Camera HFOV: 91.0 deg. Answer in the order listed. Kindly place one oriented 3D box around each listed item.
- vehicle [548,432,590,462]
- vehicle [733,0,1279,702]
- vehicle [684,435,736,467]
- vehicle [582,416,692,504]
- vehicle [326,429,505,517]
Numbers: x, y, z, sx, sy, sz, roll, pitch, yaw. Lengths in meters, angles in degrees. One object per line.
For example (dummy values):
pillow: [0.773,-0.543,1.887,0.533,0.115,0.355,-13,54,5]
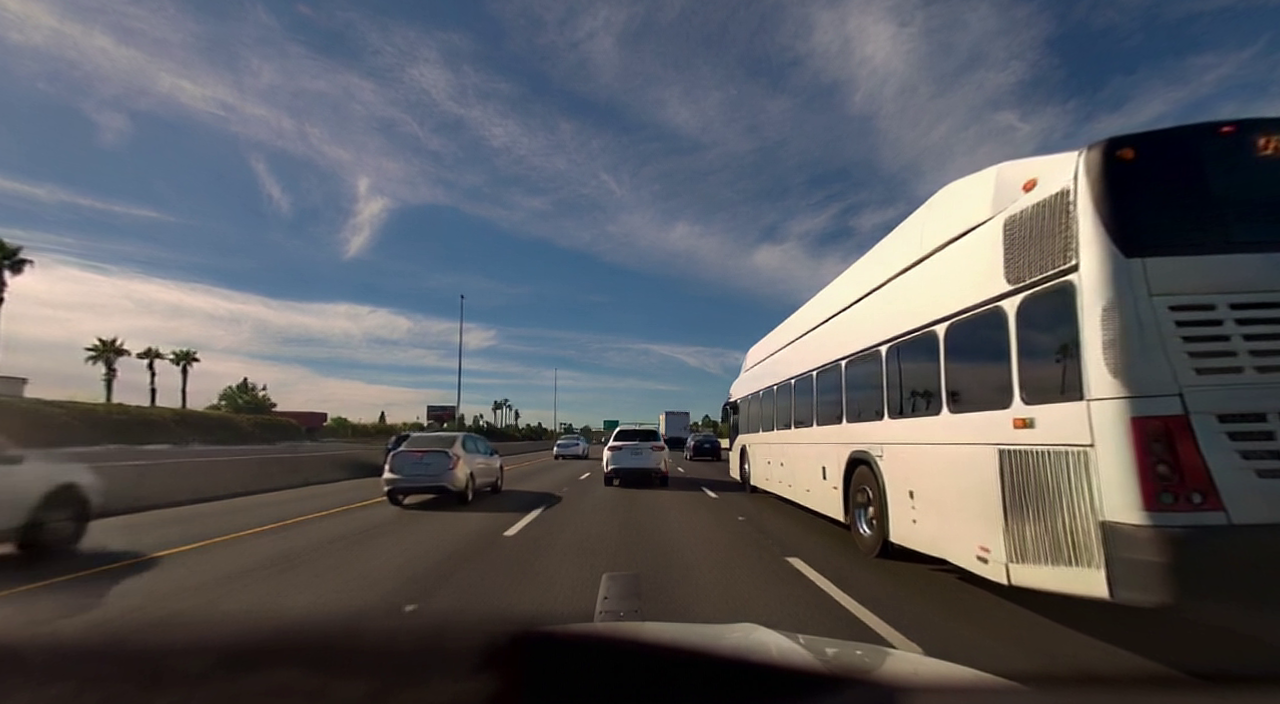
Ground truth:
vehicle: [-4.456,6.052,40.234,2.100,1.765,4.743,0,-9,1]
vehicle: [3.984,0.849,10.169,3.020,3.622,14.302,0,-9,1]
vehicle: [3.491,5.089,32.381,2.039,1.516,4.521,0,-9,-2]
vehicle: [-0.021,2.560,15.196,2.268,1.796,4.280,0,-9,1]
vehicle: [-4.464,2.488,13.473,2.040,1.536,4.680,0,-9,1]
